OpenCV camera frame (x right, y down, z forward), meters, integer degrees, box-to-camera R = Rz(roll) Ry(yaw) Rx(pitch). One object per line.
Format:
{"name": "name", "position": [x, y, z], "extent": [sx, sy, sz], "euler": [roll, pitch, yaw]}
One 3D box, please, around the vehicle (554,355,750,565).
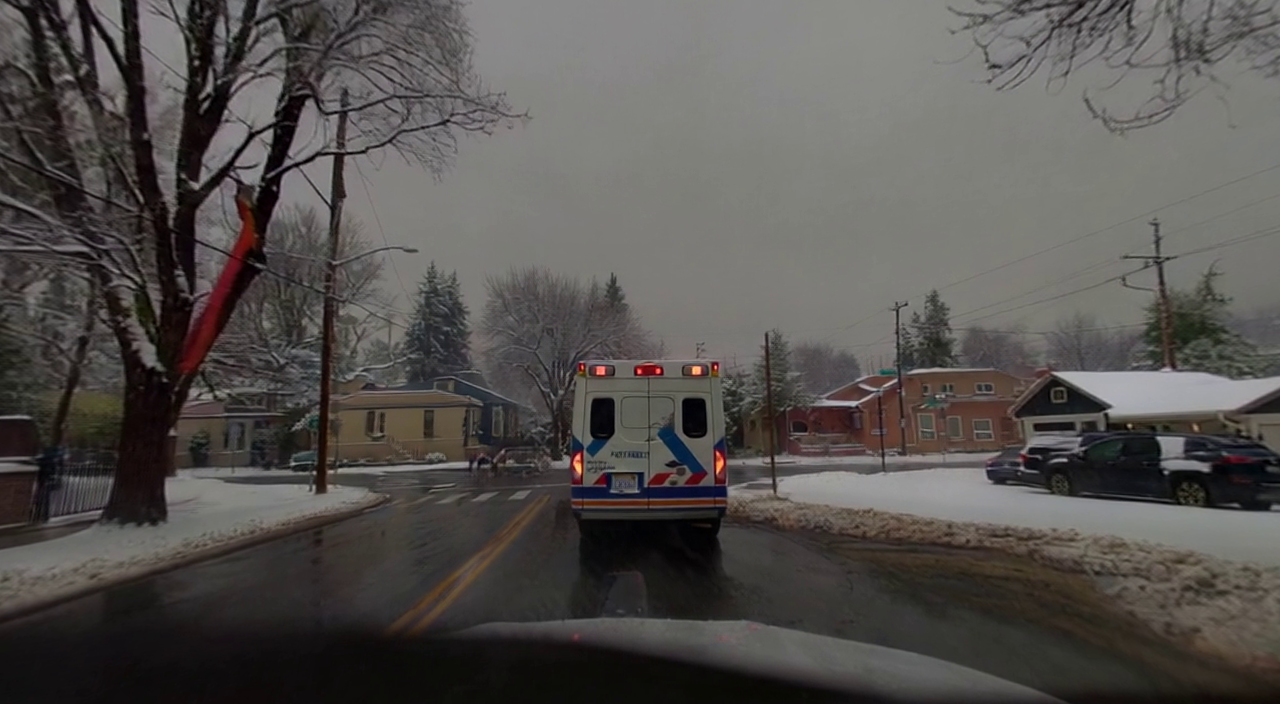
{"name": "vehicle", "position": [0.147, 1.745, 10.794], "extent": [2.444, 2.640, 5.482], "euler": [0, -8, 0]}

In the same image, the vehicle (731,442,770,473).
{"name": "vehicle", "position": [7.004, 6.711, 40.427], "extent": [2.056, 1.810, 4.502], "euler": [-1, -8, 5]}

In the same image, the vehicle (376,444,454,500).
{"name": "vehicle", "position": [-8.418, 4.323, 23.324], "extent": [2.290, 1.776, 4.947], "euler": [3, -9, -24]}

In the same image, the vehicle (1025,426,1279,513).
{"name": "vehicle", "position": [13.220, 2.933, 16.044], "extent": [5.270, 1.966, 2.329], "euler": [-2, -9, 11]}
